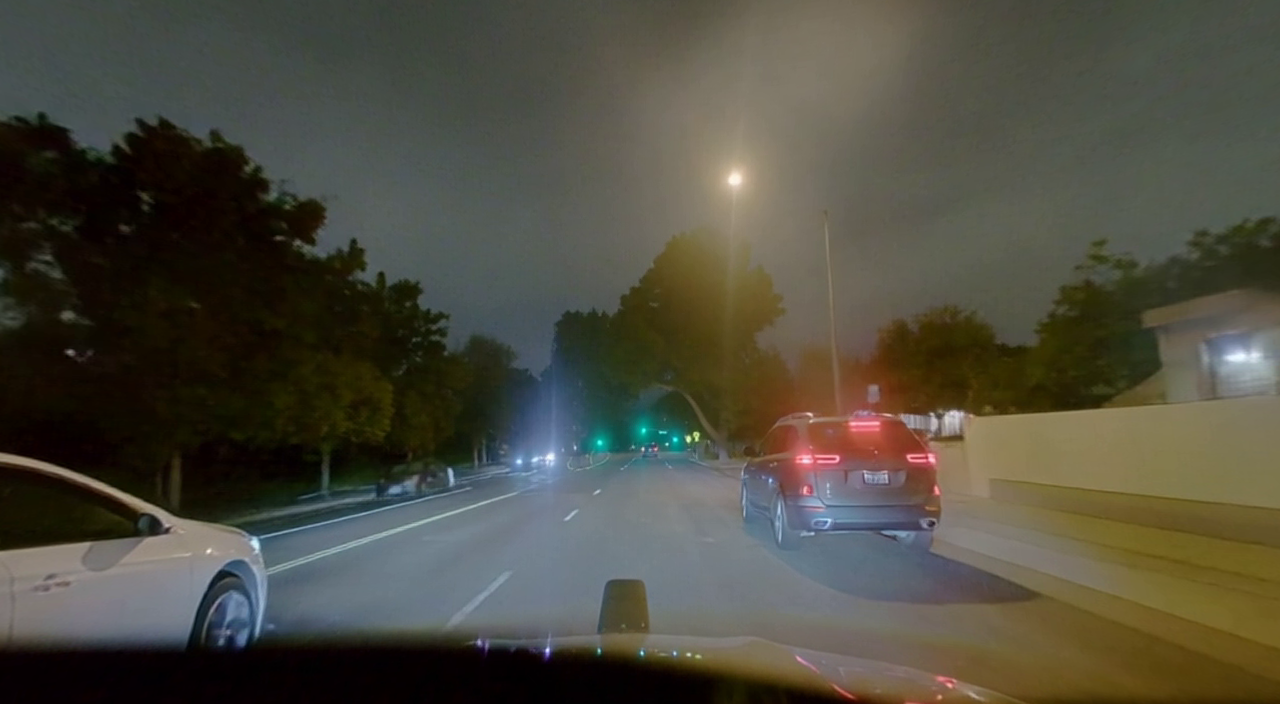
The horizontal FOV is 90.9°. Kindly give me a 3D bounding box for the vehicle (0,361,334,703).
[{"bbox_3d":[-3.211,0.868,2.107,2.058,1.659,4.514,0,-9,1],"label":"vehicle"}]

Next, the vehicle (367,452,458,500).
[{"bbox_3d":[-8.822,4.828,24.859,1.970,1.651,4.272,0,-9,0],"label":"vehicle"}]

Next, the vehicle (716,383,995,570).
[{"bbox_3d":[2.735,1.797,9.885,2.338,2.063,5.592,0,-9,0],"label":"vehicle"}]
